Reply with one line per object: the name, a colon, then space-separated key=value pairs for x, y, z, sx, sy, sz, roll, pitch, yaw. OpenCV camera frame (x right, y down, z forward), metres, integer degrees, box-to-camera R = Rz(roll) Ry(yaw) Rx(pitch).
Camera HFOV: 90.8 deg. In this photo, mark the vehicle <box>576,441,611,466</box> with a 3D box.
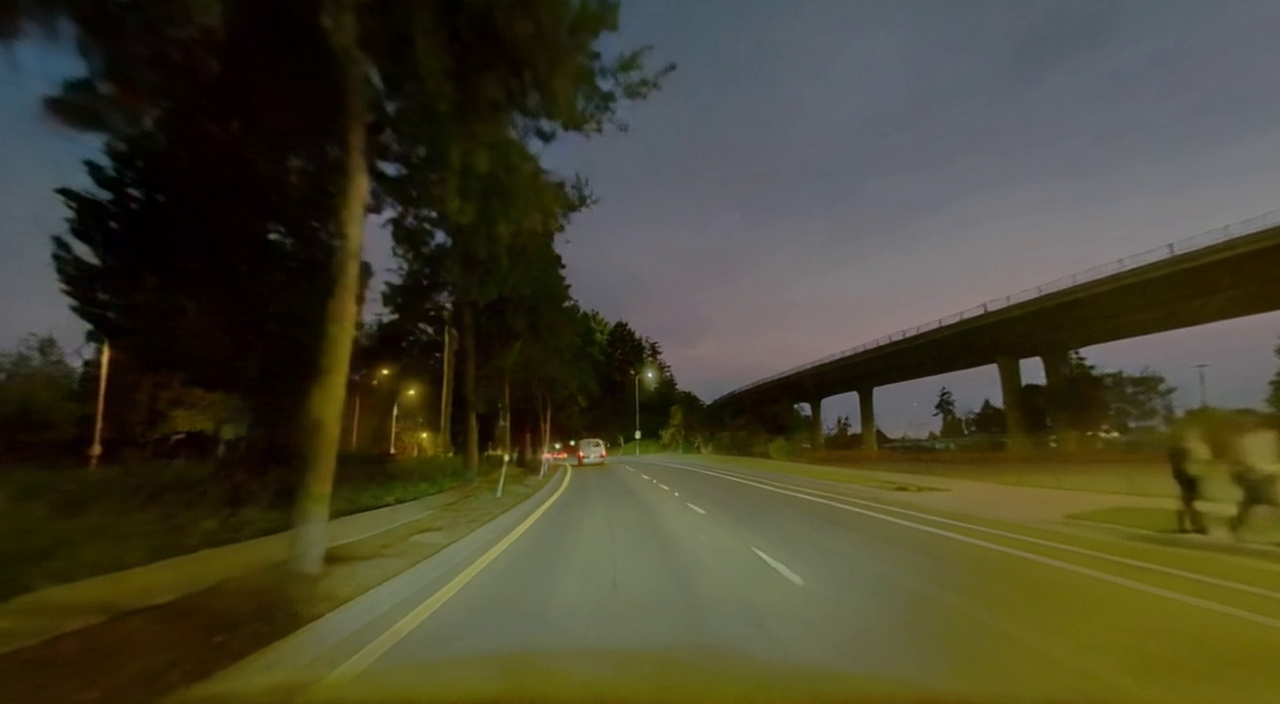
vehicle: x=-3.371 y=7.269 z=45.324 sx=2.184 sy=1.713 sz=4.231 roll=1 pitch=-9 yaw=-9
